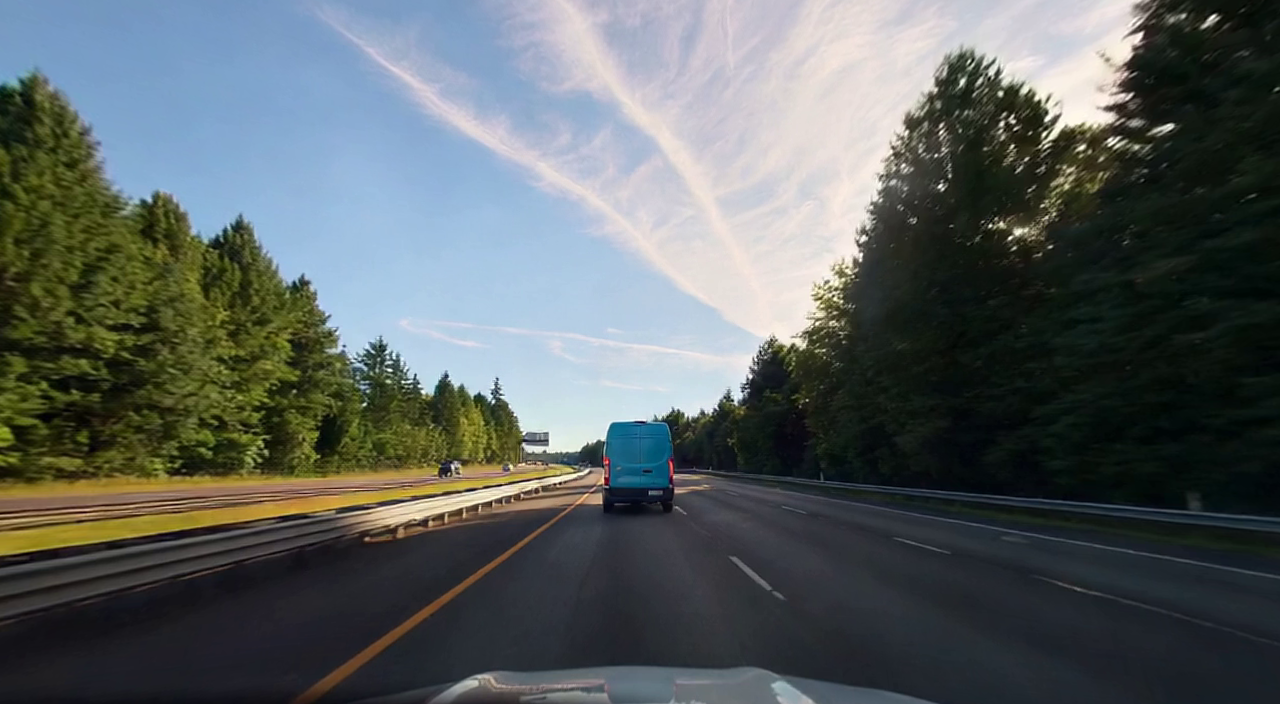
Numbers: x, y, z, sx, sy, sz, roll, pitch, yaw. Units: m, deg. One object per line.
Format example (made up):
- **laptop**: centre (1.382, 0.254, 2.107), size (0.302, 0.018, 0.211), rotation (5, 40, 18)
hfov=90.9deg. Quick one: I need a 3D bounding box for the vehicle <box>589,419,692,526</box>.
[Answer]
- **vehicle**: centre (-0.094, 3.338, 17.665), size (2.375, 2.432, 6.161), rotation (1, -10, -2)
